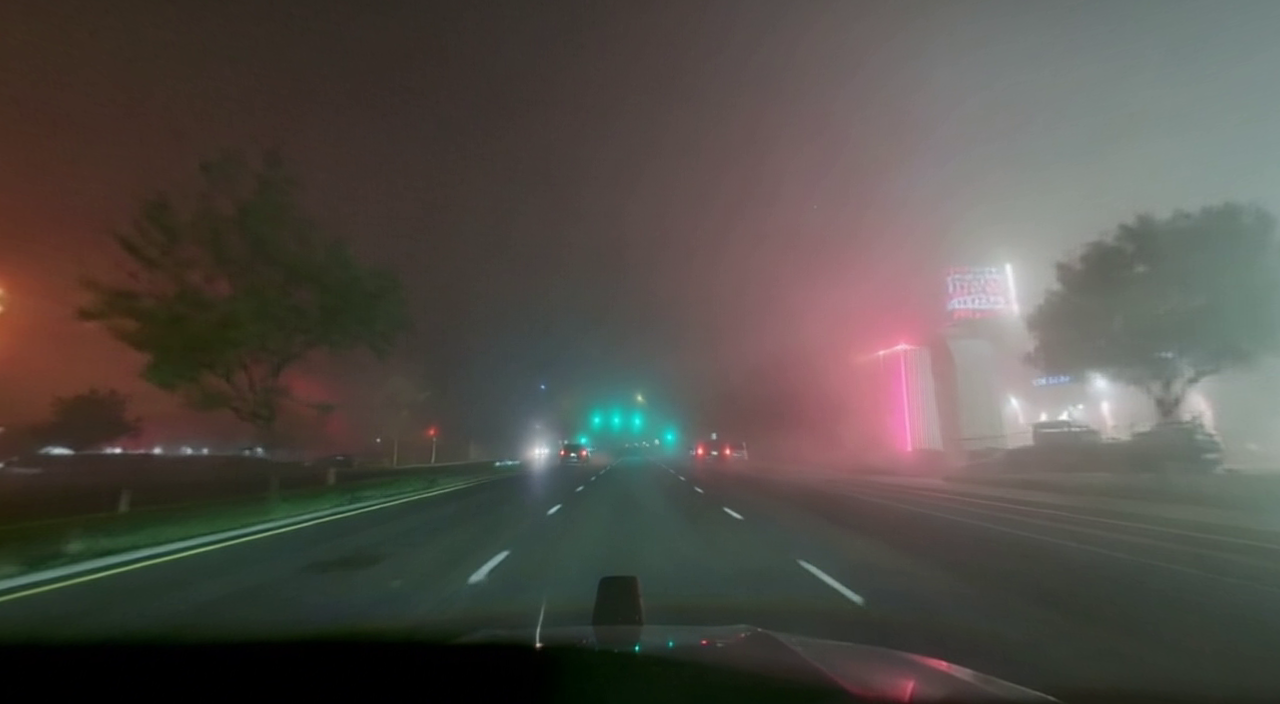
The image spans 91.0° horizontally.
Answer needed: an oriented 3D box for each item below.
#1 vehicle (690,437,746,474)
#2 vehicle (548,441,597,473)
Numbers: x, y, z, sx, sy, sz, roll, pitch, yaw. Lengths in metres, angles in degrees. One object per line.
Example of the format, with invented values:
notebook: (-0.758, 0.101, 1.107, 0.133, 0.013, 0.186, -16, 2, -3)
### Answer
vehicle: (3.833, 5.168, 31.650, 2.083, 1.743, 4.354, 0, -8, -2)
vehicle: (-3.302, 5.174, 31.390, 2.005, 1.477, 4.169, 0, -8, 0)
